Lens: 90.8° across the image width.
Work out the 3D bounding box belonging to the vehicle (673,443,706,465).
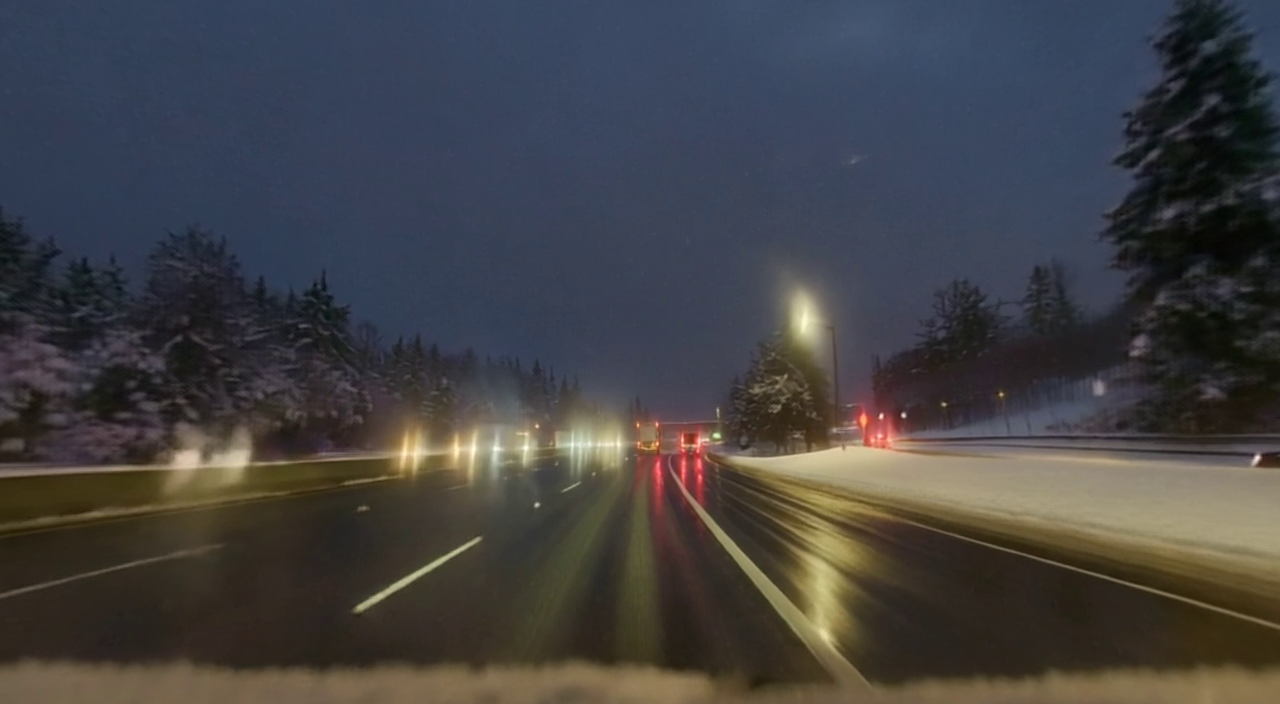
[{"bbox_3d":[3.515,7.354,45.623,2.069,1.476,4.197,0,-8,0],"label":"vehicle"}]

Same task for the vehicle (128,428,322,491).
[{"bbox_3d":[-12.977,3.411,20.457,2.281,1.743,5.822,0,-9,1],"label":"vehicle"}]

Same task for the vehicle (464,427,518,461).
[{"bbox_3d":[-11.373,7.138,48.895,2.324,2.410,6.566,0,-8,2],"label":"vehicle"}]
